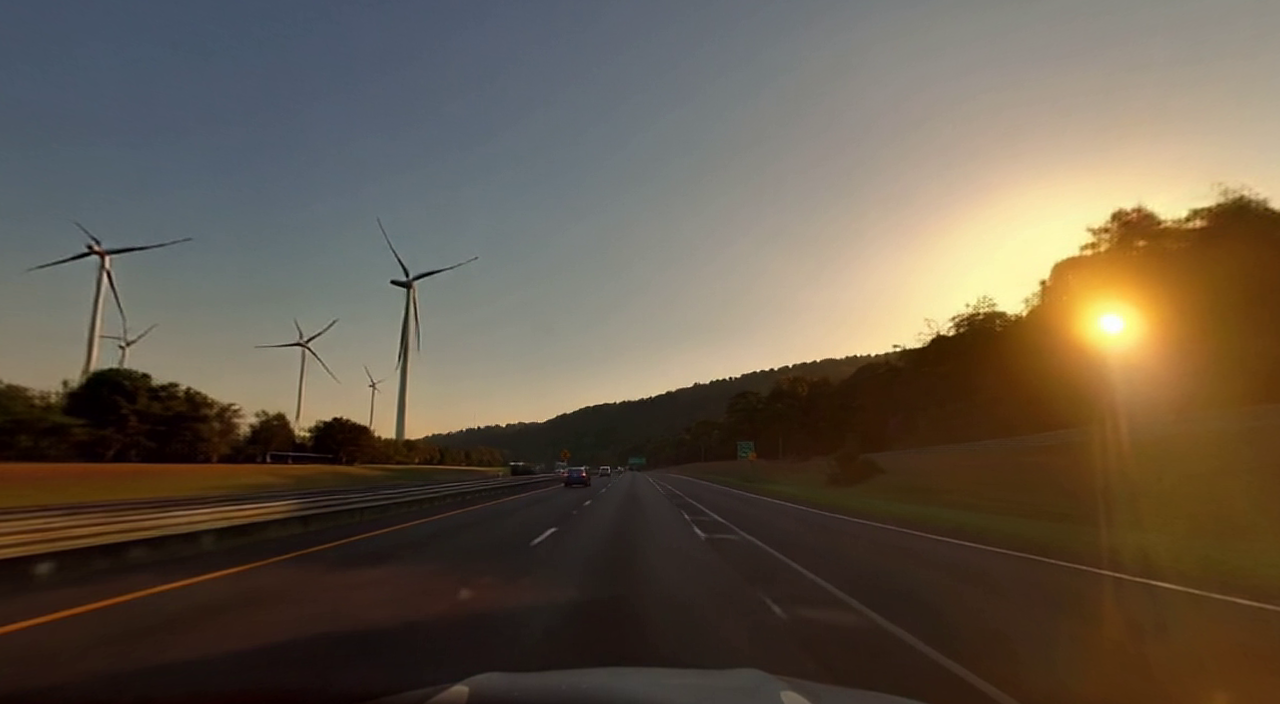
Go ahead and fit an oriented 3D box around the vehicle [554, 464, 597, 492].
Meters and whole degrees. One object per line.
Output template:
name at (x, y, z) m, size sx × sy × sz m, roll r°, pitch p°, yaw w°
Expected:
vehicle at (-3.616, 7.137, 35.734) m, size 2.001 × 1.486 × 4.104 m, roll 1°, pitch -10°, yaw 0°
